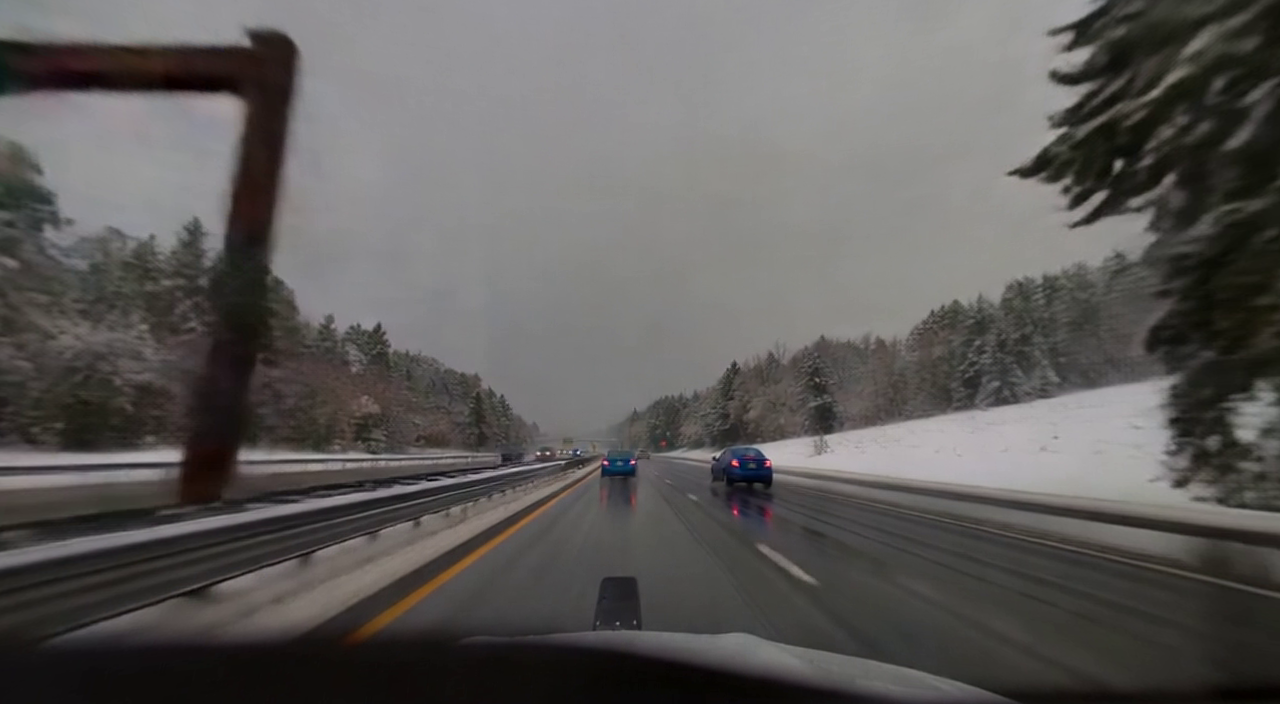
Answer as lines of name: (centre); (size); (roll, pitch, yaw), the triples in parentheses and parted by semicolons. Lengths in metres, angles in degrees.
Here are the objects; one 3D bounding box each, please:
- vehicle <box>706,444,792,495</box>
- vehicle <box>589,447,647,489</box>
vehicle: (3.723, 4.110, 22.288); (2.300, 1.595, 4.144); (-1, -9, 0)
vehicle: (-0.844, 4.616, 25.253); (2.128, 1.516, 4.410); (0, -9, -1)
